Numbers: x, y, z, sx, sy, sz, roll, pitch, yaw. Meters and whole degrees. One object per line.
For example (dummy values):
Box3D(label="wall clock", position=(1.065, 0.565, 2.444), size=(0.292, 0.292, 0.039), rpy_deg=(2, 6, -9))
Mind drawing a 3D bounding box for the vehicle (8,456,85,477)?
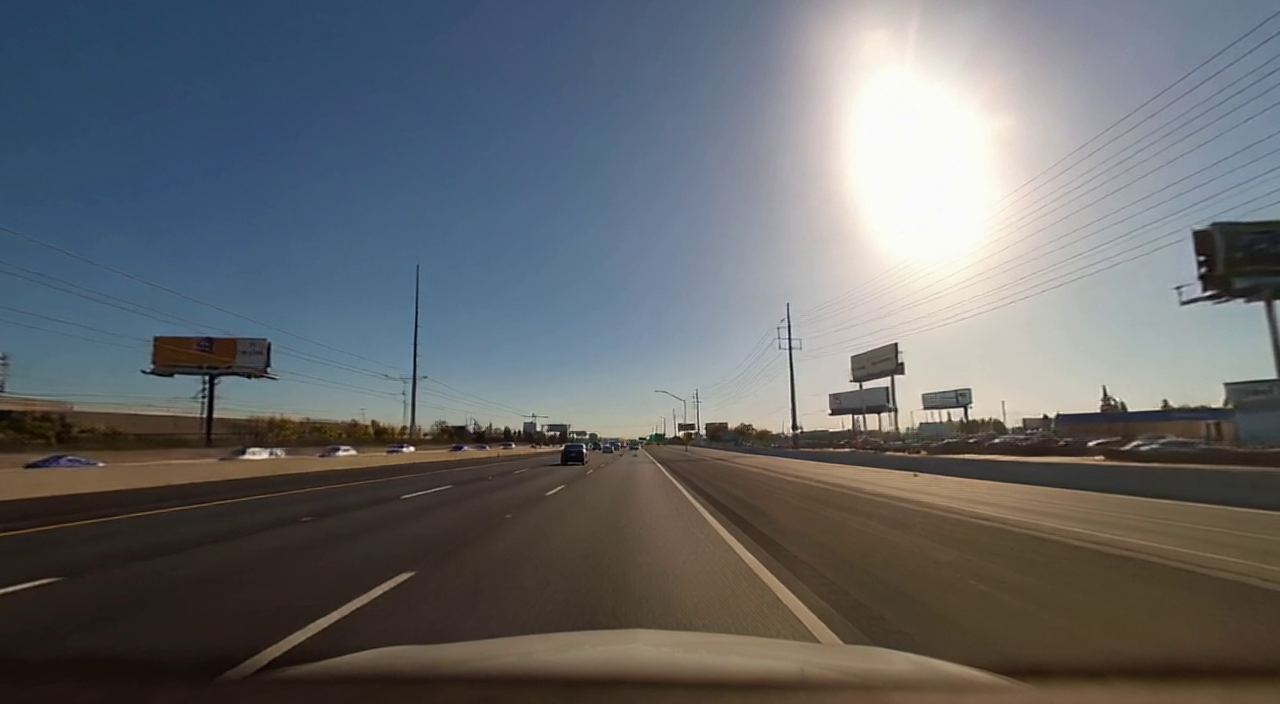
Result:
Box3D(label="vehicle", position=(-45.912, 8.816, 48.986), size=(1.856, 1.470, 4.231), rpy_deg=(0, -8, 0))

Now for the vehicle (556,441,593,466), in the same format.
Box3D(label="vehicle", position=(-4.241, 6.667, 41.660), size=(1.940, 1.479, 4.545), rpy_deg=(0, -8, 0))
